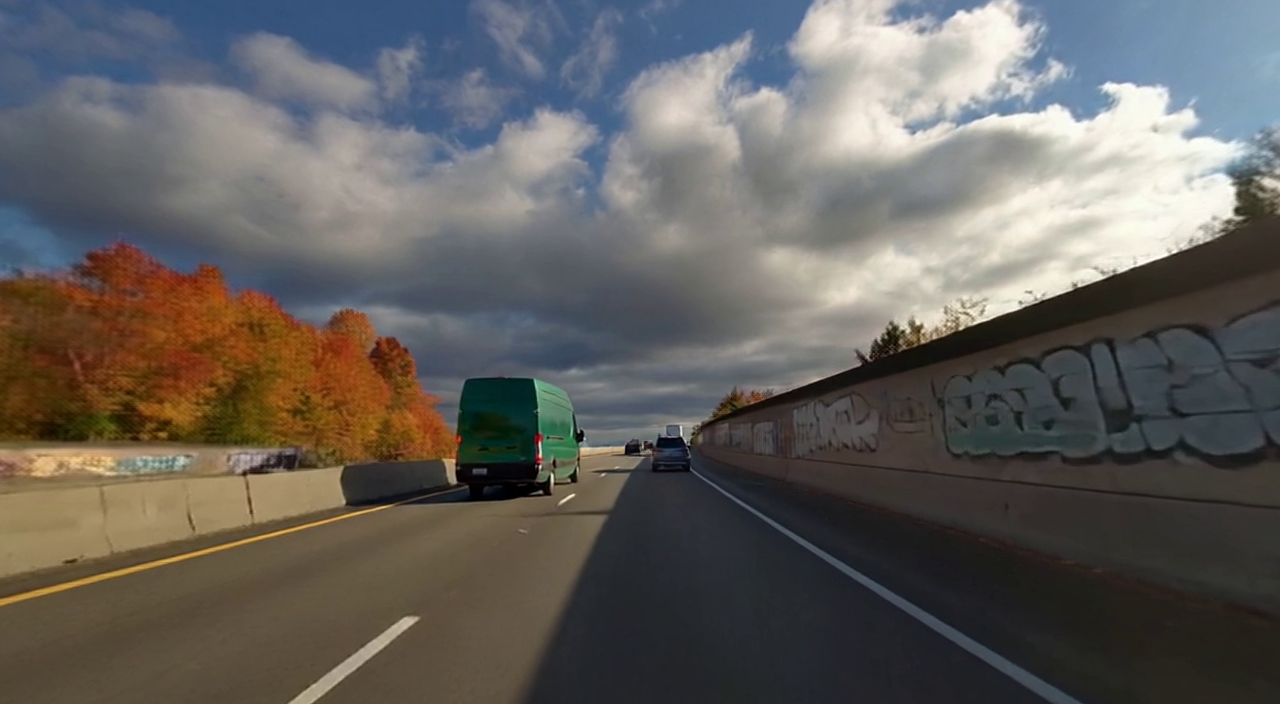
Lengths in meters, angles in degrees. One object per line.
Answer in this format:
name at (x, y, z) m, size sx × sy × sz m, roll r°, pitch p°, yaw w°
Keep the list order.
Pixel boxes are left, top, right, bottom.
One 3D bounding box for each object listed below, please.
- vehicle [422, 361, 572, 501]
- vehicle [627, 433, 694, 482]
vehicle at (-3.094, 1.914, 15.074) m, size 2.334 × 2.769 × 5.087 m, roll 0°, pitch -8°, yaw 0°
vehicle at (0.680, 3.585, 21.697) m, size 2.071 × 1.487 × 3.948 m, roll 0°, pitch -8°, yaw 1°
